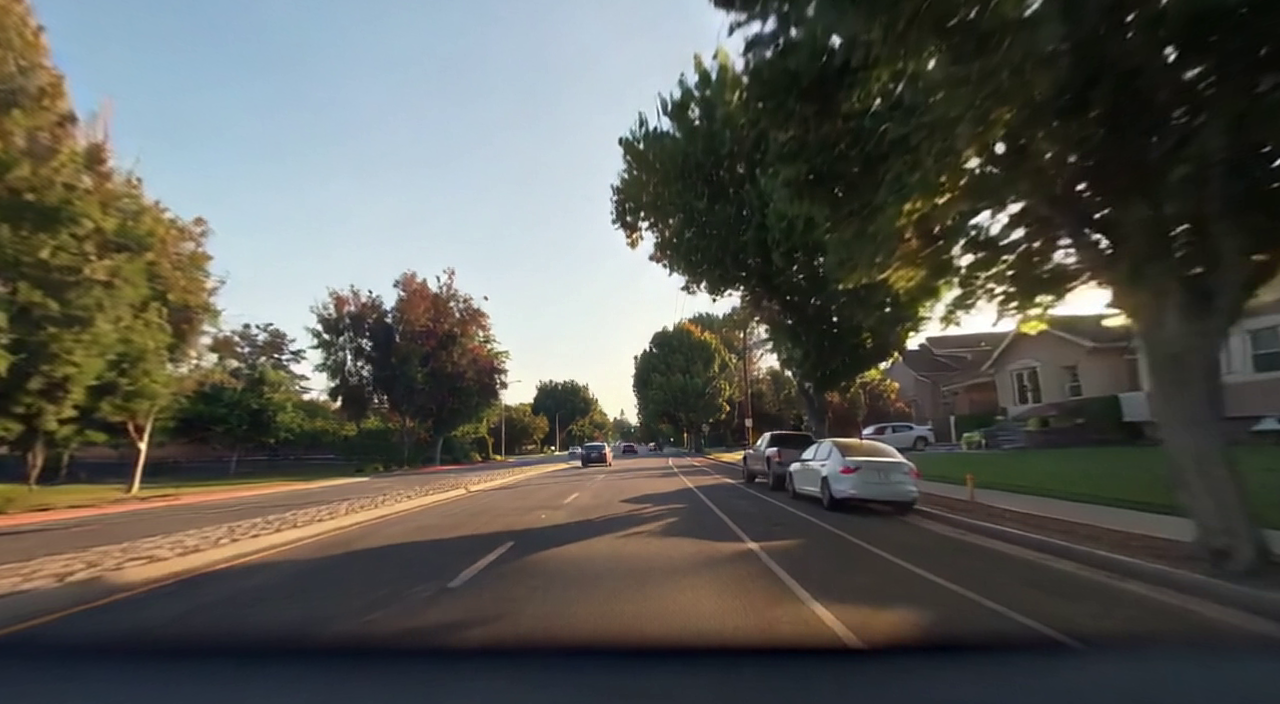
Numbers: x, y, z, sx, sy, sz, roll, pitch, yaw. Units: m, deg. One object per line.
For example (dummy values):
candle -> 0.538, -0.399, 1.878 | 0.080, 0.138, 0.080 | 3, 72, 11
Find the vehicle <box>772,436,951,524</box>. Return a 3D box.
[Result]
vehicle -> 4.416, 2.618, 13.555 | 2.241, 1.536, 4.682 | 0, -9, 1

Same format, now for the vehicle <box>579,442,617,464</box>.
vehicle -> -2.847, 6.970, 43.677 | 2.084, 1.466, 4.522 | -1, -9, 3
